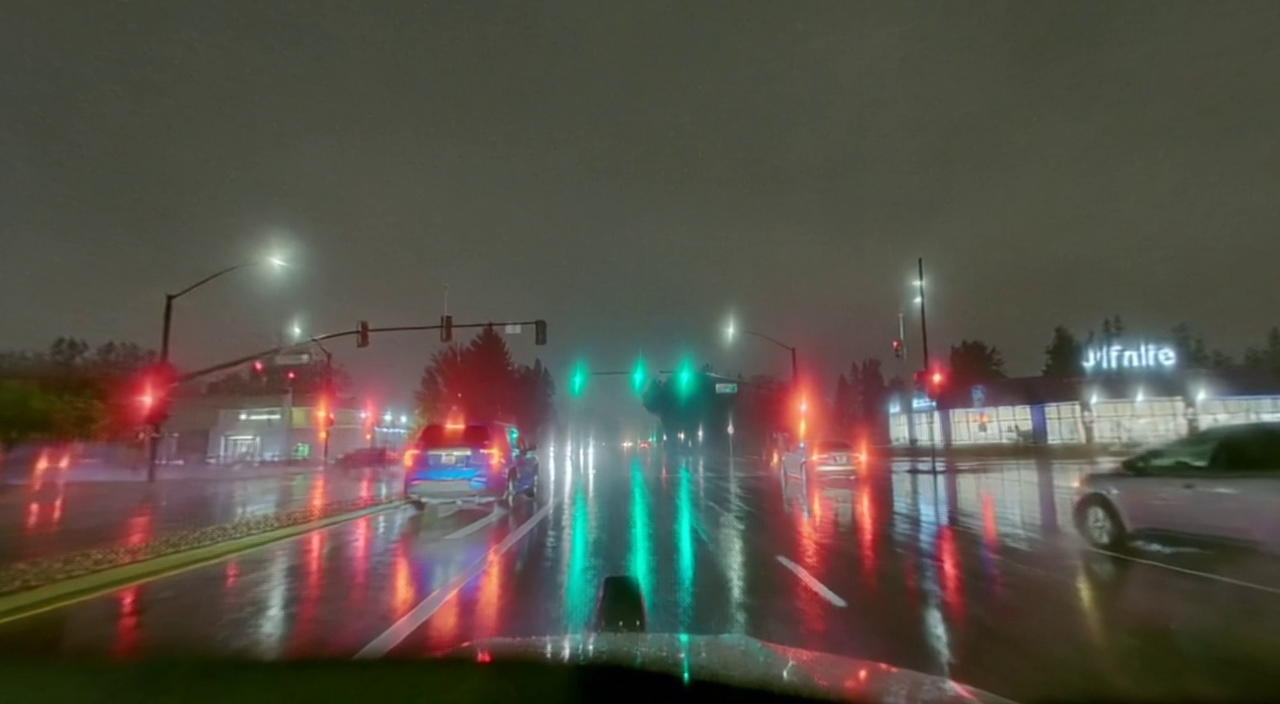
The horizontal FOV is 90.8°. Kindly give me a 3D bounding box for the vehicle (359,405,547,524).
[{"bbox_3d":[-3.347,2.160,12.644,2.313,1.883,5.016,0,-8,-1],"label":"vehicle"}]

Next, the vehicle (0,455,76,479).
[{"bbox_3d":[-41.316,7.749,42.531,4.733,1.500,1.814,0,-8,-2],"label":"vehicle"}]

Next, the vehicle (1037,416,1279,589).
[{"bbox_3d":[6.743,1.479,6.548,2.014,1.539,4.852,0,-8,-1],"label":"vehicle"}]

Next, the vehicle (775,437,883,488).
[{"bbox_3d":[6.091,3.612,21.031,1.972,1.476,4.775,0,-8,-2],"label":"vehicle"}]
